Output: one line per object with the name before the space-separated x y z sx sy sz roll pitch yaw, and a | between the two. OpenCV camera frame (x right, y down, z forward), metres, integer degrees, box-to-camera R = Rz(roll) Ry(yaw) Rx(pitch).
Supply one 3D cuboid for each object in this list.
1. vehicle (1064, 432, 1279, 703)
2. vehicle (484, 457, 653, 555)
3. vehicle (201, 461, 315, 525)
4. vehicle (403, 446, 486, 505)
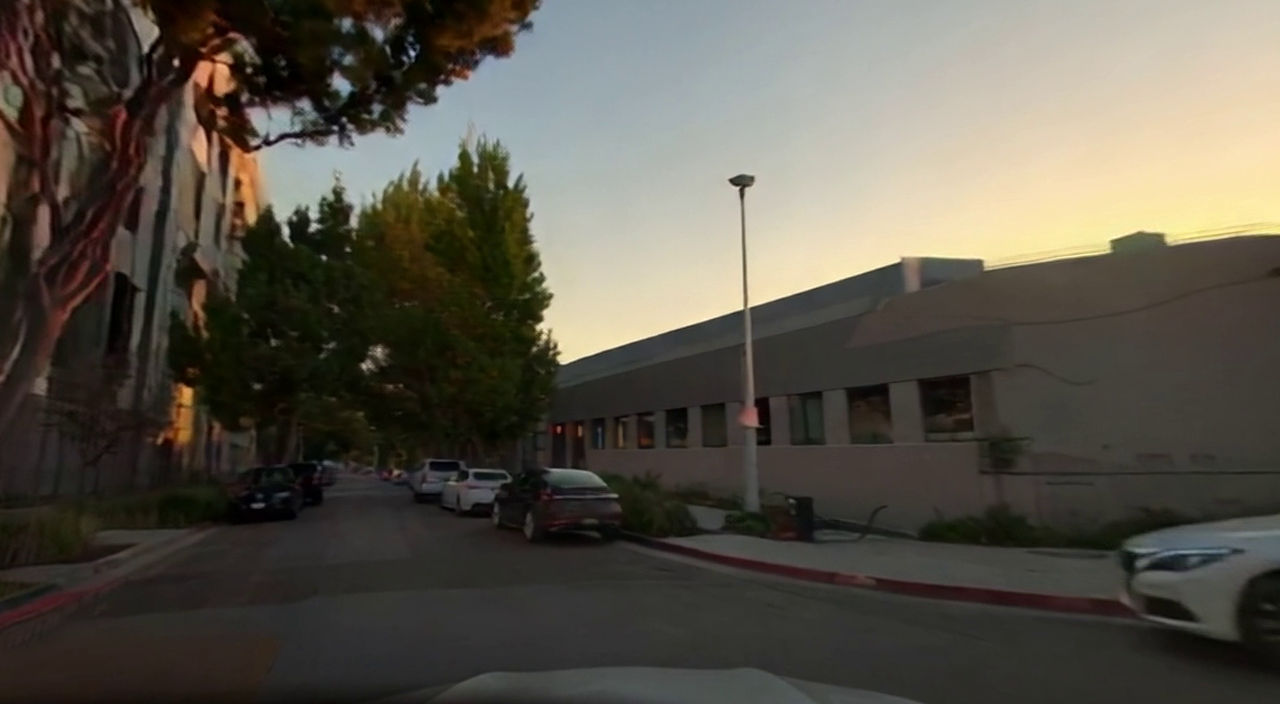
vehicle | 5.368 1.197 3.434 4.770 1.448 1.983 -5 -12 27
vehicle | -1.542 2.814 12.032 1.889 1.482 4.118 6 -12 -25
vehicle | -10.130 3.736 17.075 2.018 1.461 4.413 5 -12 -24
vehicle | -7.569 4.690 24.039 2.242 1.972 4.898 6 -12 -25
